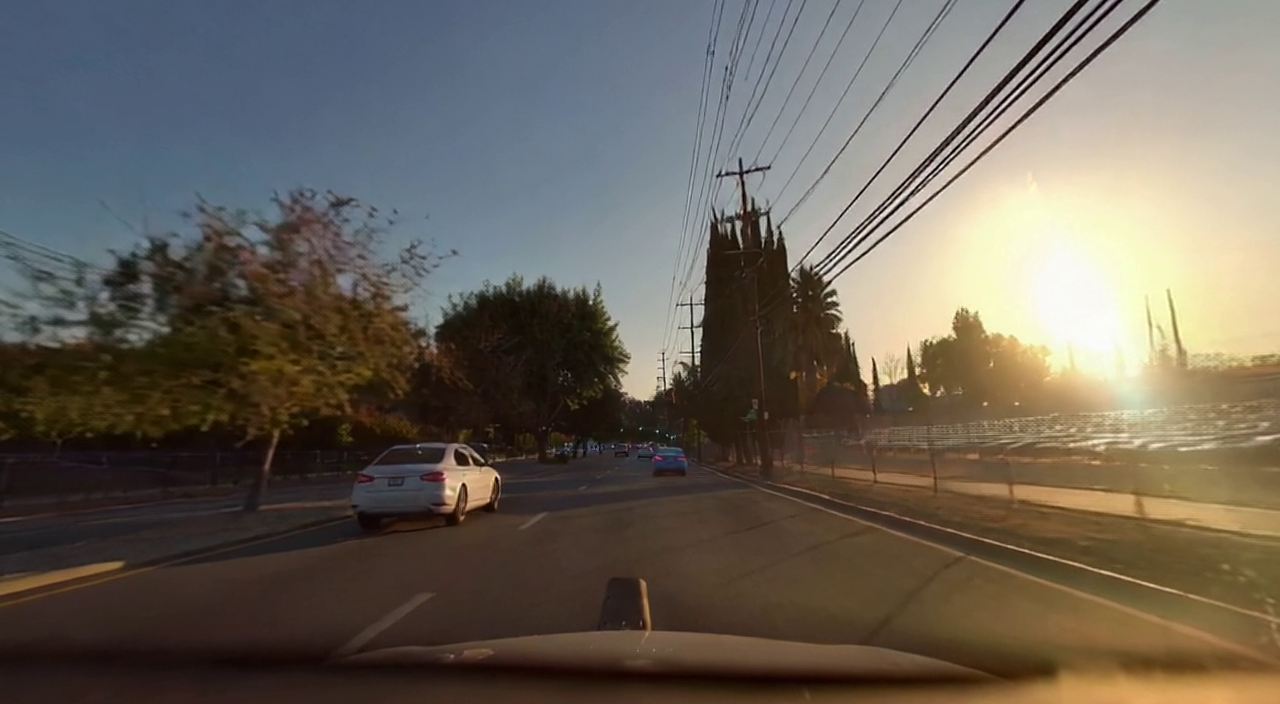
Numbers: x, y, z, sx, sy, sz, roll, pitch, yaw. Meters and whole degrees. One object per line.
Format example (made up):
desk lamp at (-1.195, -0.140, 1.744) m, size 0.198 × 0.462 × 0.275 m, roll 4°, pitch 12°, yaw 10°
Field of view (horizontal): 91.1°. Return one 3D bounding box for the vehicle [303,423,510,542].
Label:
vehicle at (-3.813, 2.201, 11.256) m, size 1.950 × 1.692 × 4.397 m, roll 0°, pitch -8°, yaw 1°

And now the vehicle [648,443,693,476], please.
vehicle at (1.436, 5.282, 31.032) m, size 2.059 × 1.486 × 3.980 m, roll 0°, pitch -8°, yaw 1°
